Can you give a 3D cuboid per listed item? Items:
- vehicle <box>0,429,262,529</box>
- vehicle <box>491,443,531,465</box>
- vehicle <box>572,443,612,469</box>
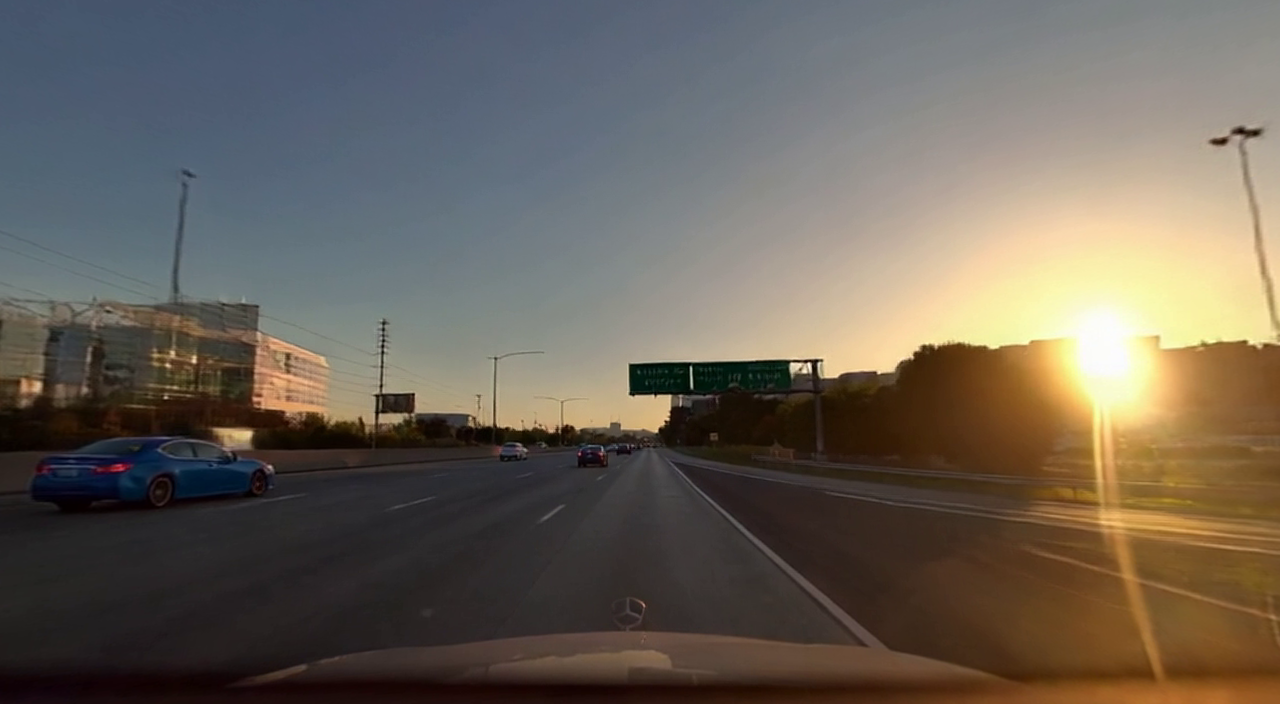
[{"bbox_3d":[-9.889,2.321,12.225,2.002,1.526,4.822,0,-8,2],"label":"vehicle"},{"bbox_3d":[-9.338,7.365,45.868,1.930,1.490,3.955,0,-8,2],"label":"vehicle"},{"bbox_3d":[-2.874,6.354,38.930,2.050,1.479,4.342,0,-8,1],"label":"vehicle"}]
